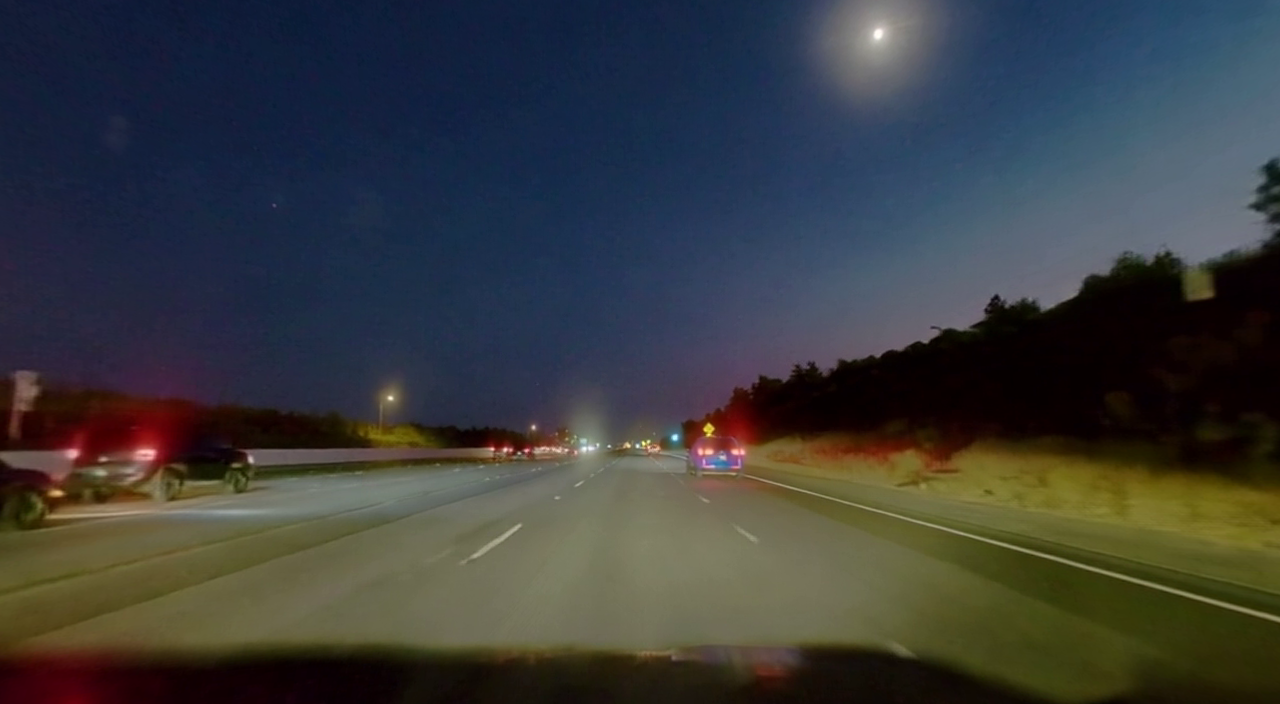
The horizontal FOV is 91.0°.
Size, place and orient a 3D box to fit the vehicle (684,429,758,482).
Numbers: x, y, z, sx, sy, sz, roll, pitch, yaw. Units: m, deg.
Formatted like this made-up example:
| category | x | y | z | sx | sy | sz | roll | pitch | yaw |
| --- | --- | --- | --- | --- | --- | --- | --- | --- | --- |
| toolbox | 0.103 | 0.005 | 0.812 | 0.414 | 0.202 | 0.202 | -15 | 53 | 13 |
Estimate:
| category | x | y | z | sx | sy | sz | roll | pitch | yaw |
| --- | --- | --- | --- | --- | --- | --- | --- | --- | --- |
| vehicle | 3.095 | 4.124 | 25.246 | 2.184 | 1.892 | 4.763 | 0 | -8 | -2 |

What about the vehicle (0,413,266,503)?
| category | x | y | z | sx | sy | sz | roll | pitch | yaw |
| --- | --- | --- | --- | --- | --- | --- | --- | --- | --- |
| vehicle | -14.882 | 3.183 | 19.349 | 2.736 | 2.262 | 6.533 | 0 | -8 | 0 |
